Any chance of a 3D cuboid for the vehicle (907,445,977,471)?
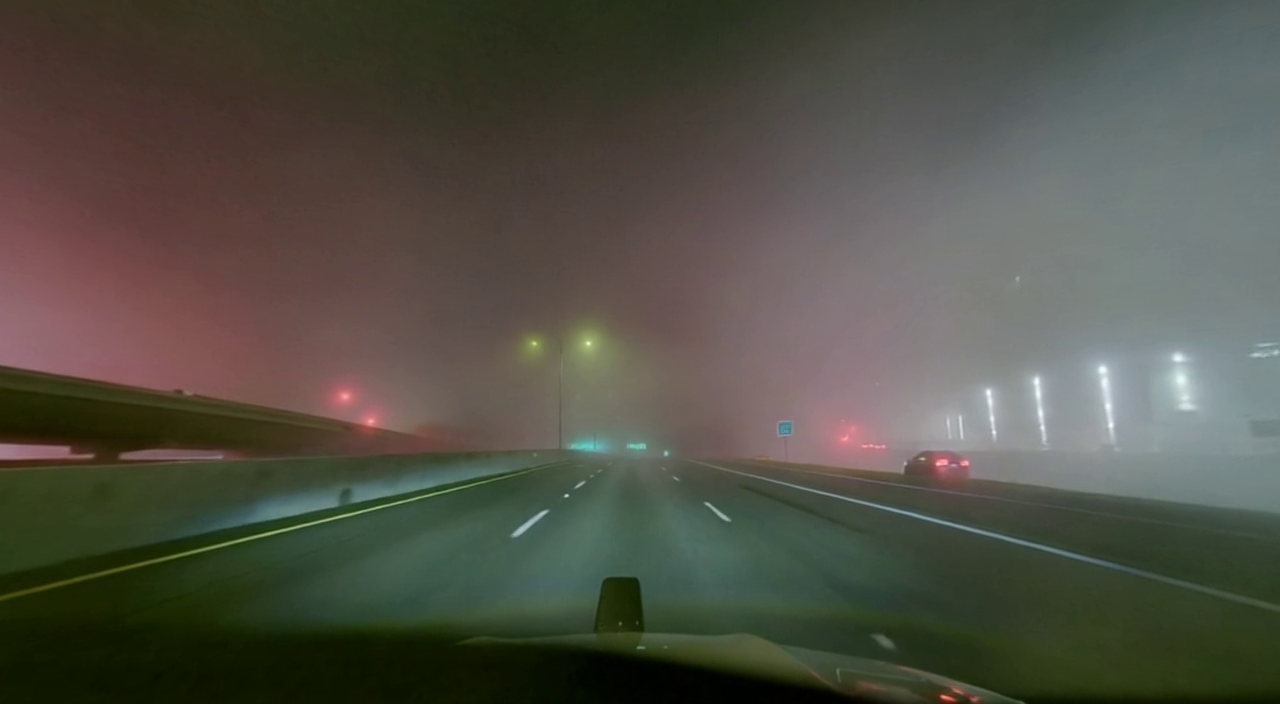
[{"bbox_3d":[18.569,6.525,39.134,2.059,1.457,4.537,0,-8,0],"label":"vehicle"}]
